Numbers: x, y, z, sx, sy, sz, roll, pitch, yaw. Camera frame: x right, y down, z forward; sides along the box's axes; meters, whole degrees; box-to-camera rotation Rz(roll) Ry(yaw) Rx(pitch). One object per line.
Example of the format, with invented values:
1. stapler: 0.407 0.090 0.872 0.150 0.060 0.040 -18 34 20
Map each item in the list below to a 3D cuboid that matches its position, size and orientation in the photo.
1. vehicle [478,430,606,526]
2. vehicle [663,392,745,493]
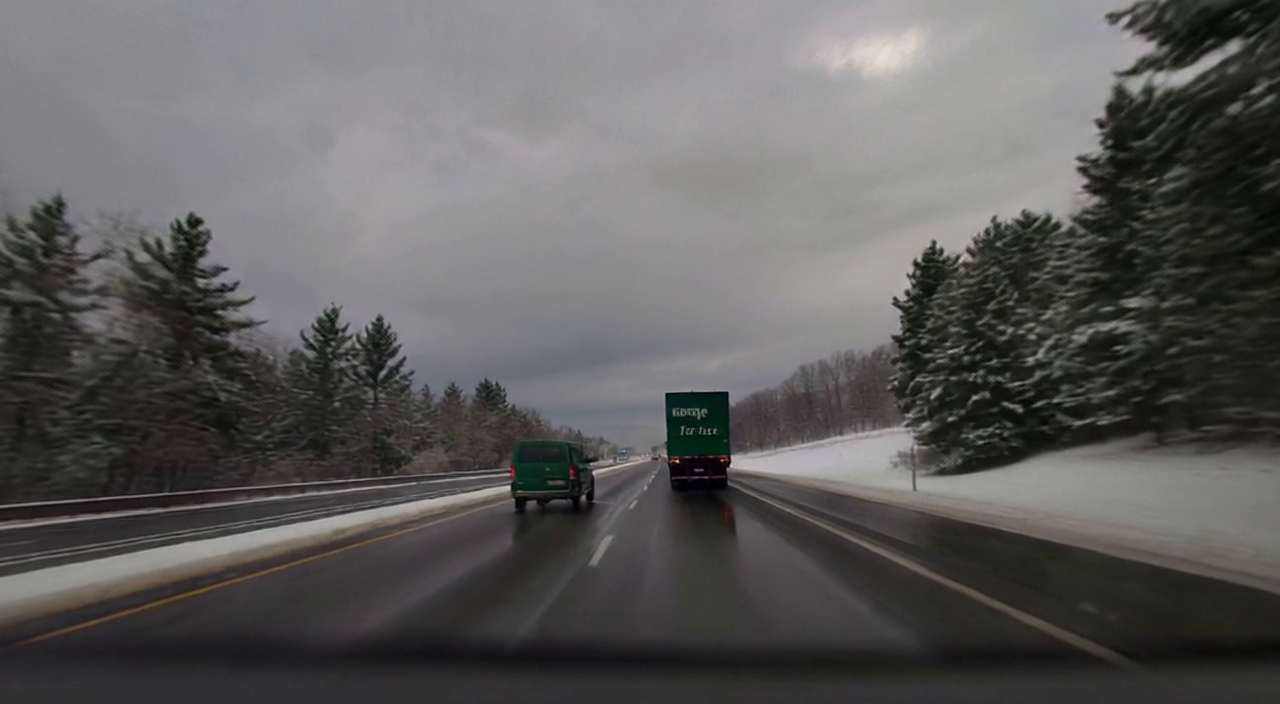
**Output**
1. vehicle: -2.041 2.800 14.528 2.105 1.865 4.102 -1 -9 3
2. vehicle: 2.775 4.562 31.354 3.030 3.985 12.707 0 -9 1
